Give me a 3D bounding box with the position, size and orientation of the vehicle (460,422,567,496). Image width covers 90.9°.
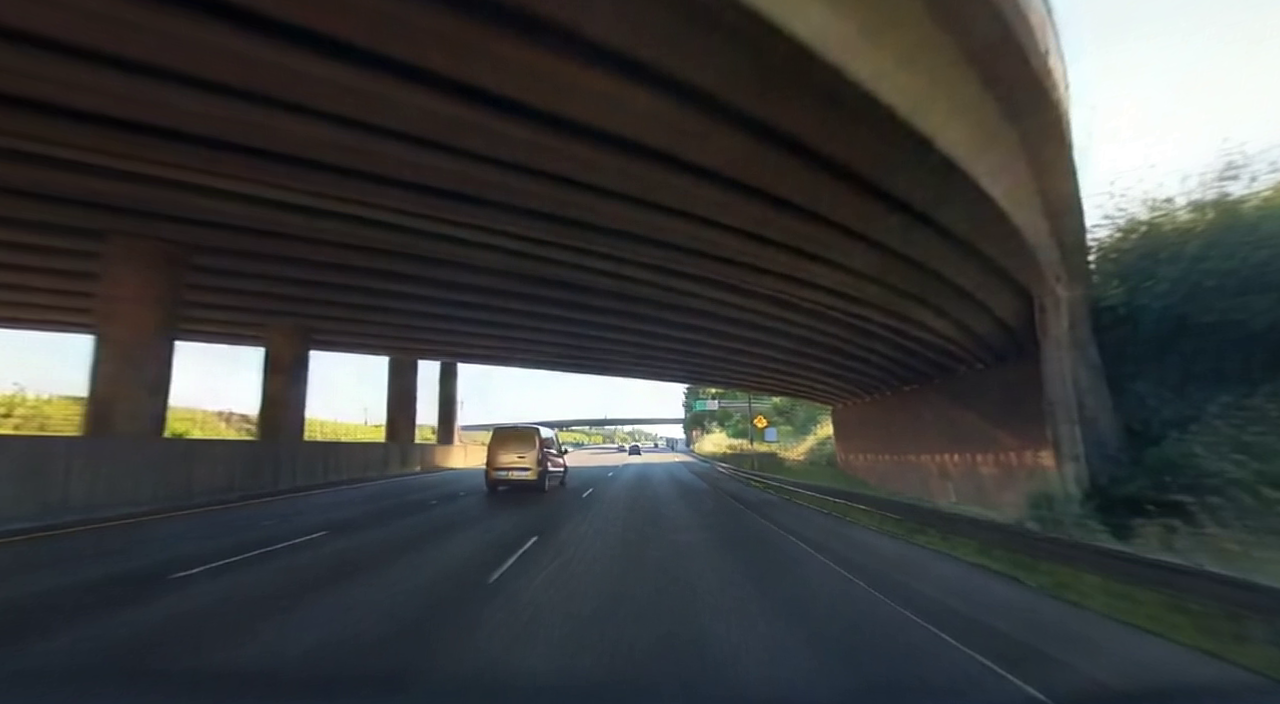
[{"bbox_3d":[-3.668,3.252,19.327,2.167,1.929,5.037,0,-9,1],"label":"vehicle"}]
